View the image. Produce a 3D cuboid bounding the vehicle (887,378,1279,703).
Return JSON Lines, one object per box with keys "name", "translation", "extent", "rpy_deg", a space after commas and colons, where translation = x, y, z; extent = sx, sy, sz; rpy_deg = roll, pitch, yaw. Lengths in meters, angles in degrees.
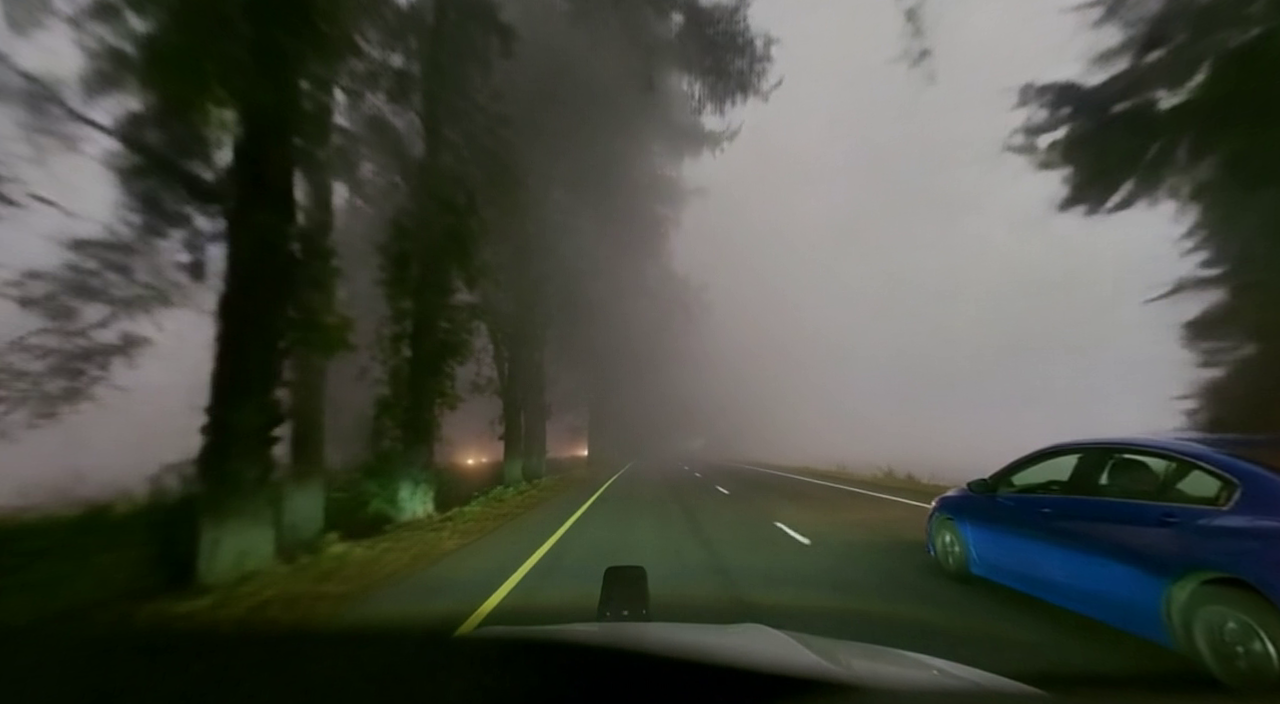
{"name": "vehicle", "translation": [3.488, 1.059, 3.790], "extent": [2.061, 1.503, 4.823], "rpy_deg": [0, -8, 0]}
